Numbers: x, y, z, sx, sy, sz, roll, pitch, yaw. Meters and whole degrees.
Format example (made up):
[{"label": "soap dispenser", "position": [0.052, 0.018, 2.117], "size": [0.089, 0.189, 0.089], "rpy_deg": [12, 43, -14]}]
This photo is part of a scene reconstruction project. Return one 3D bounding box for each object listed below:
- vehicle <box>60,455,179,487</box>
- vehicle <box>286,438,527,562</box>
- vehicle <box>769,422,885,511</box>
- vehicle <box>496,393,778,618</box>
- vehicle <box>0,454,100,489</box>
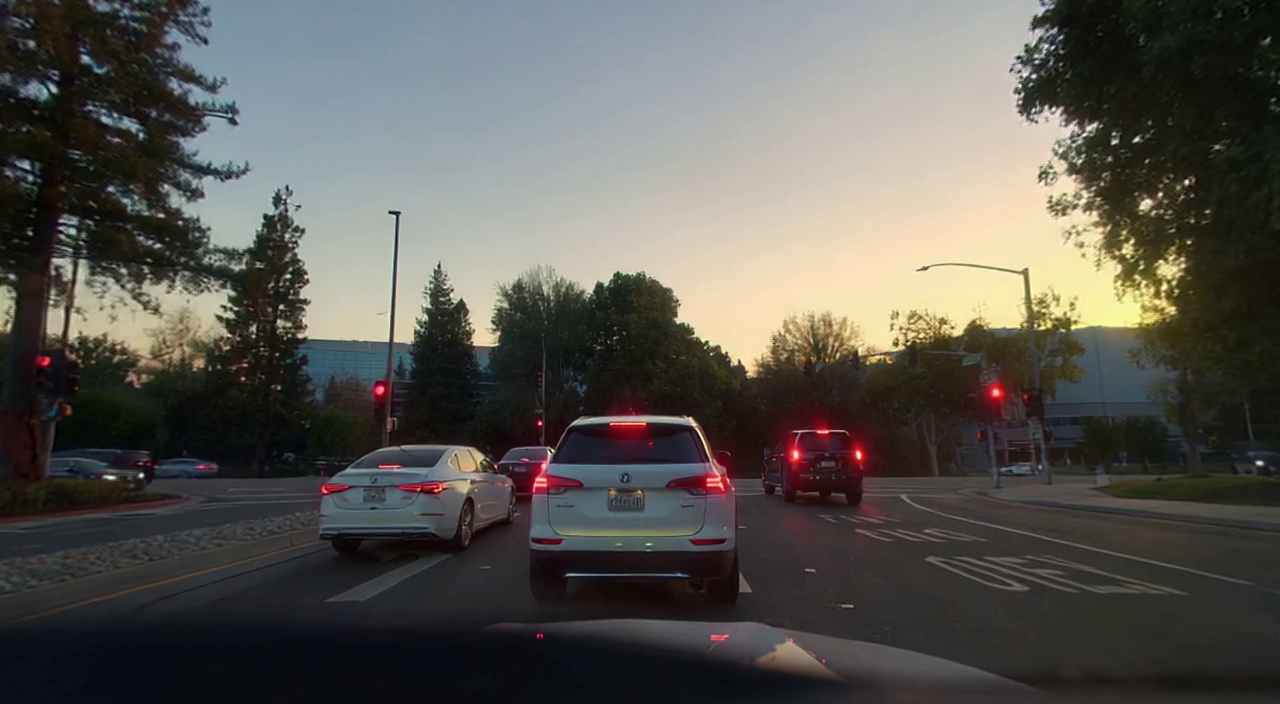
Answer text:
[{"label": "vehicle", "position": [-25.976, 5.946, 31.594], "size": [4.140, 1.444, 1.742], "rpy_deg": [2, -9, -15]}, {"label": "vehicle", "position": [-3.185, 2.091, 9.756], "size": [1.913, 1.453, 4.413], "rpy_deg": [0, -8, 2]}, {"label": "vehicle", "position": [4.817, 2.998, 16.919], "size": [2.084, 2.053, 4.073], "rpy_deg": [-1, -8, 4]}, {"label": "vehicle", "position": [-0.024, 1.521, 7.167], "size": [2.203, 1.757, 4.286], "rpy_deg": [0, -8, 0]}, {"label": "vehicle", "position": [-27.043, 5.274, 27.955], "size": [4.198, 1.444, 1.765], "rpy_deg": [2, -9, -15]}]
